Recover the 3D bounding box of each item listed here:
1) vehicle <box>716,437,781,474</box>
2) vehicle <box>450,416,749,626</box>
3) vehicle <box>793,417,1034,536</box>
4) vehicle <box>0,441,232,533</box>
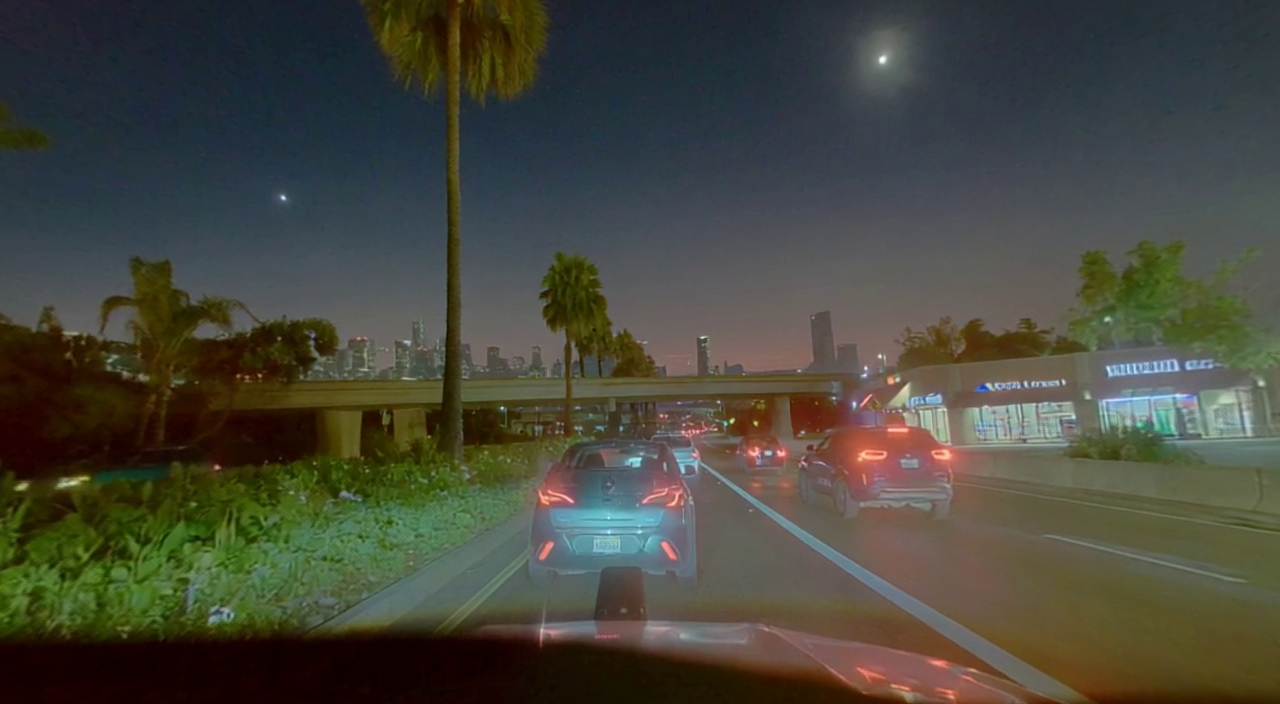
[{"bbox_3d":[4.691,4.548,27.824,2.034,1.517,4.840,0,-8,1],"label":"vehicle"},{"bbox_3d":[-0.230,1.527,6.639,2.172,1.506,4.018,0,-9,2],"label":"vehicle"},{"bbox_3d":[4.338,2.063,11.059,2.149,1.609,4.807,0,-9,1],"label":"vehicle"},{"bbox_3d":[-11.709,2.887,14.117,2.084,1.704,4.485,0,-9,-1],"label":"vehicle"}]
